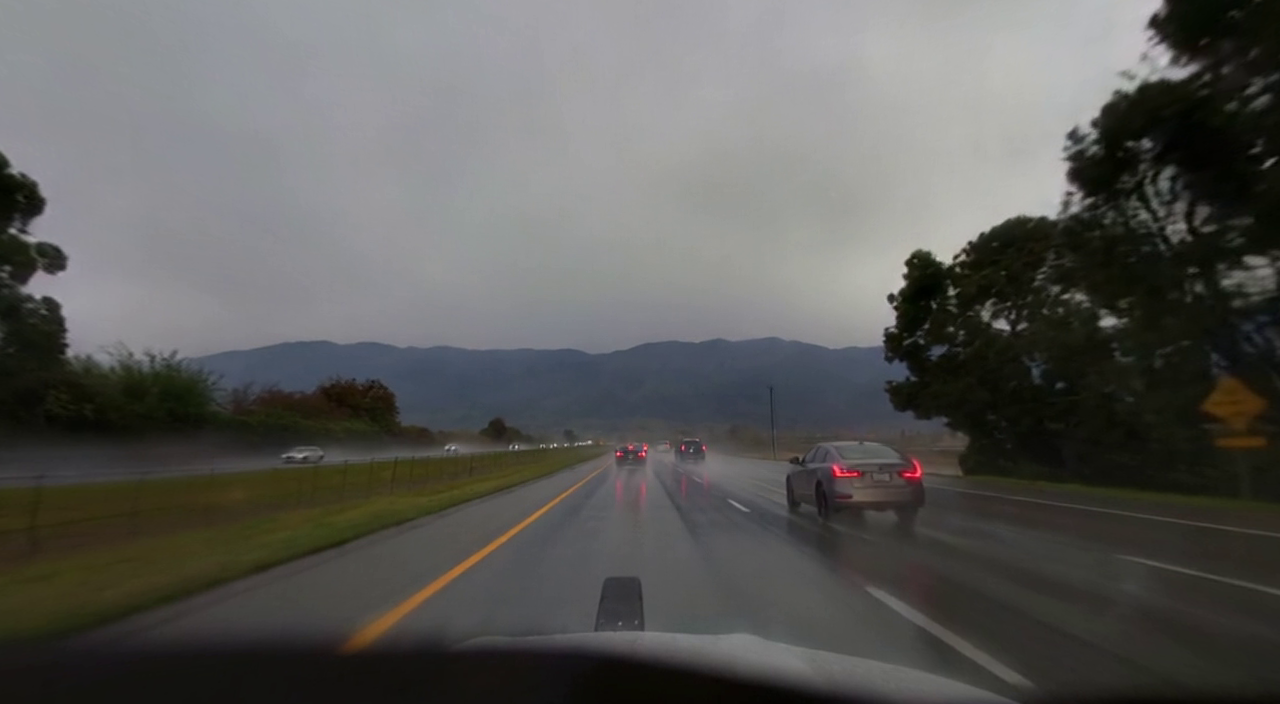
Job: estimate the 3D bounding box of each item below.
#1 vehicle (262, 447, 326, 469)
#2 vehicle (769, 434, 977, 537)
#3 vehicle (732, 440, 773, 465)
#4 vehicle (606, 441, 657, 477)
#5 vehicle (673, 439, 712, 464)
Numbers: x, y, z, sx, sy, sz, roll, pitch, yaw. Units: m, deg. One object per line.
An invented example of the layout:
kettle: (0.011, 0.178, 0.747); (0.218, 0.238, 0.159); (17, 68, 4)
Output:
vehicle: (-24.532, 7.518, 44.863); (2.008, 1.459, 4.528); (0, -9, 0)
vehicle: (3.734, 2.212, 11.055); (1.957, 1.447, 4.241); (0, -9, -1)
vehicle: (7.719, 6.936, 43.577); (1.996, 1.637, 3.990); (0, -9, -1)
vehicle: (-0.359, 4.663, 27.573); (2.085, 1.449, 3.860); (0, -9, 0)
vehicle: (3.780, 7.317, 46.201); (2.436, 1.704, 4.694); (0, -9, 0)
